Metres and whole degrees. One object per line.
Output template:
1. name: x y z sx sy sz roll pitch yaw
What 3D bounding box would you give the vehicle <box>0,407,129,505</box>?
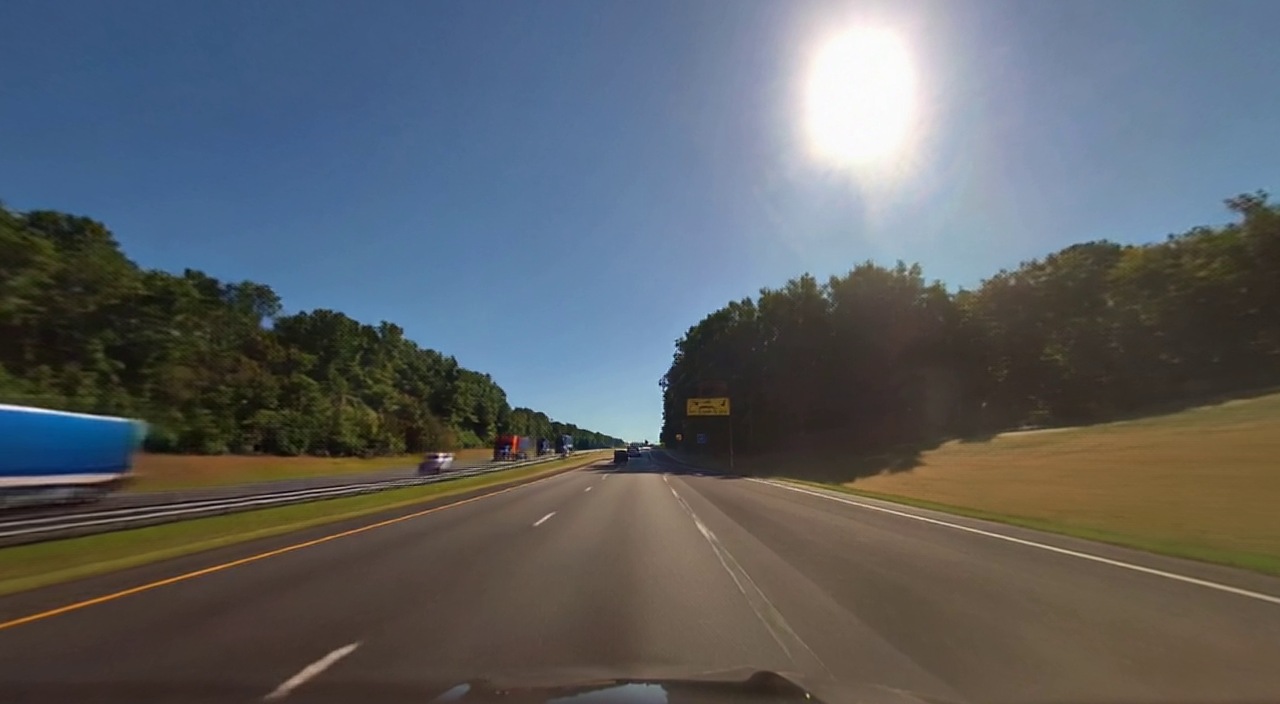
1. vehicle: -22.605 3.485 21.067 2.851 3.200 9.549 0 -9 1
